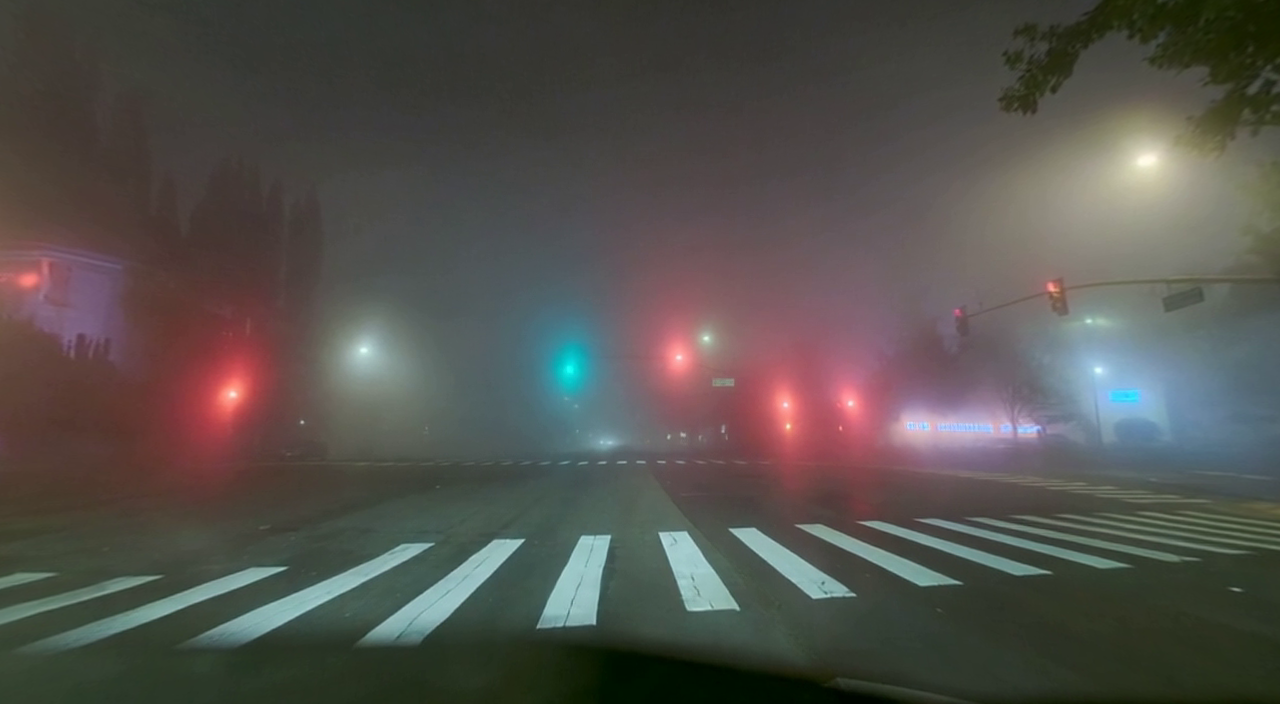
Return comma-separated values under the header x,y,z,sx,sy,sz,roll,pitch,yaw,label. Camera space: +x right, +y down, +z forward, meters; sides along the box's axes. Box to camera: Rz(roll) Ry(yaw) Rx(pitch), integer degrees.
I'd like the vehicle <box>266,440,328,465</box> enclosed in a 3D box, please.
x,y,z,sx,sy,sz,roll,pitch,yaw,label
-21.855,6.407,40.426,2.005,1.496,4.020,1,-9,-6,vehicle
